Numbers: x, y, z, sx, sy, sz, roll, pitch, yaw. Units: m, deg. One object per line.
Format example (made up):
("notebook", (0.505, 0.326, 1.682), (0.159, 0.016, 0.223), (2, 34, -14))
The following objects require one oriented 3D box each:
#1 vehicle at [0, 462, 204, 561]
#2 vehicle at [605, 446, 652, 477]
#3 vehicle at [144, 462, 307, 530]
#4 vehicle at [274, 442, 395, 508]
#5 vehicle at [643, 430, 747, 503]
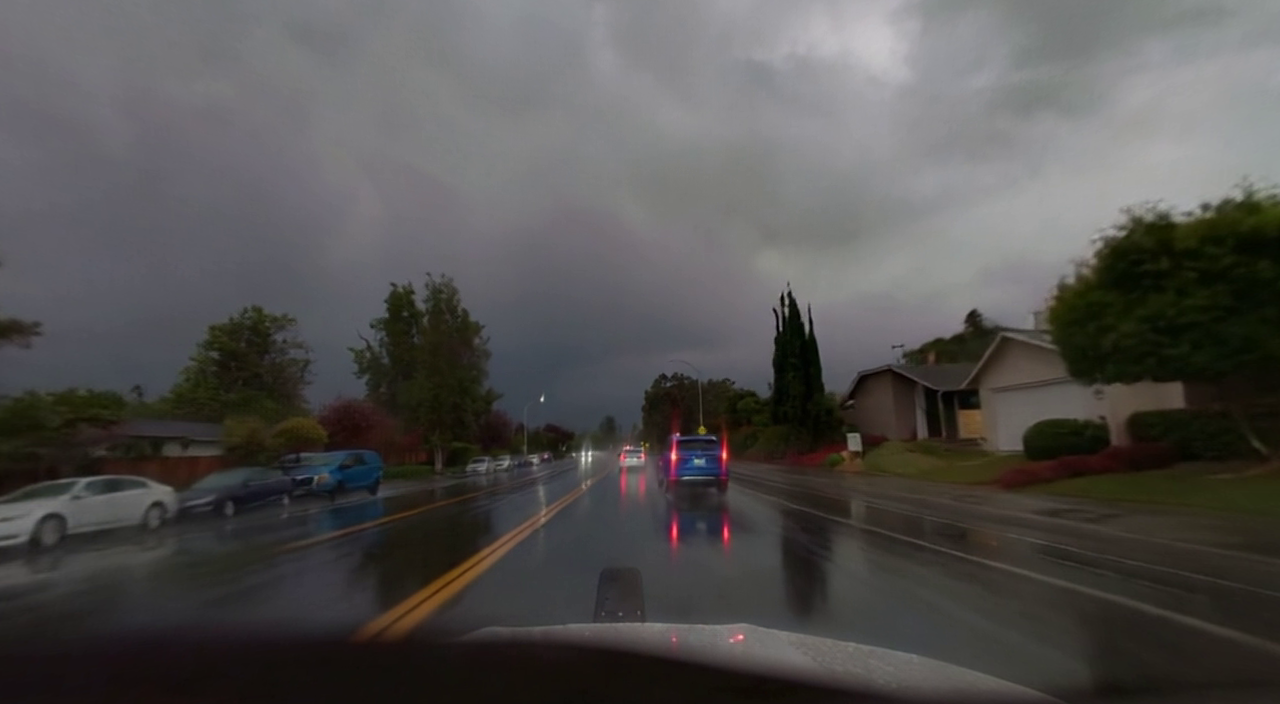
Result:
("vehicle", (-12.172, 3.429, 13.917), (2.044, 1.534, 4.554), (-7, -8, -3))
("vehicle", (-0.578, 5.456, 31.777), (2.196, 1.449, 4.006), (0, -8, -1))
("vehicle", (-12.219, 4.222, 19.087), (1.897, 1.498, 4.628), (-4, -8, 0))
("vehicle", (-12.299, 4.920, 25.932), (2.504, 2.031, 5.237), (-8, -7, -4))
("vehicle", (1.344, 3.129, 17.725), (2.200, 1.763, 4.676), (0, -9, -4))
